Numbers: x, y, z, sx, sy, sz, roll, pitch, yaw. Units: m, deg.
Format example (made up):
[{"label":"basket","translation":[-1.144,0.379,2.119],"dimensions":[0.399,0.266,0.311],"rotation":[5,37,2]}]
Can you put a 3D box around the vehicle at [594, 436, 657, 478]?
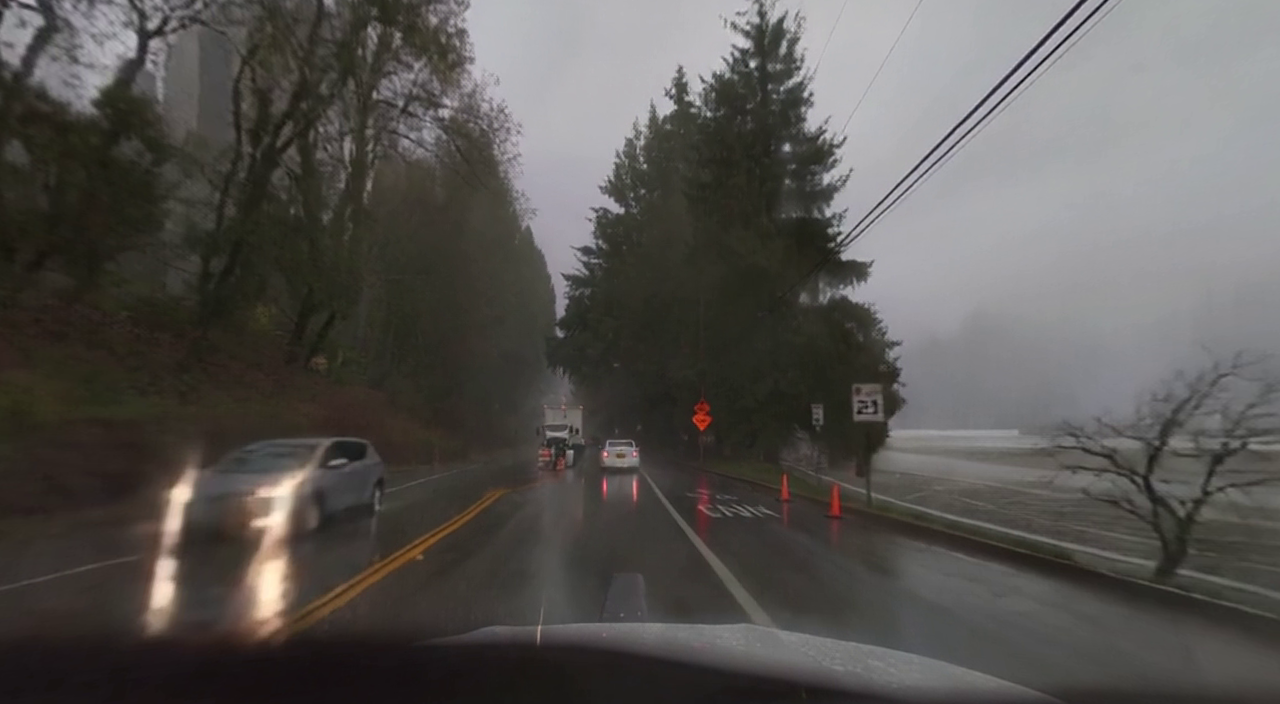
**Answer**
[{"label":"vehicle","translation":[-0.583,4.001,24.287],"dimensions":[2.186,1.463,4.356],"rotation":[0,-8,-2]}]

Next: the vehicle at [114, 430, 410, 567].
[{"label":"vehicle","translation":[-4.962,1.931,9.161],"dimensions":[2.019,1.492,4.091],"rotation":[1,-8,-5]}]

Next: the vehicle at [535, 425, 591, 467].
[{"label":"vehicle","translation":[-4.074,5.021,33.814],"dimensions":[2.671,2.053,6.074],"rotation":[1,-8,-6]}]
